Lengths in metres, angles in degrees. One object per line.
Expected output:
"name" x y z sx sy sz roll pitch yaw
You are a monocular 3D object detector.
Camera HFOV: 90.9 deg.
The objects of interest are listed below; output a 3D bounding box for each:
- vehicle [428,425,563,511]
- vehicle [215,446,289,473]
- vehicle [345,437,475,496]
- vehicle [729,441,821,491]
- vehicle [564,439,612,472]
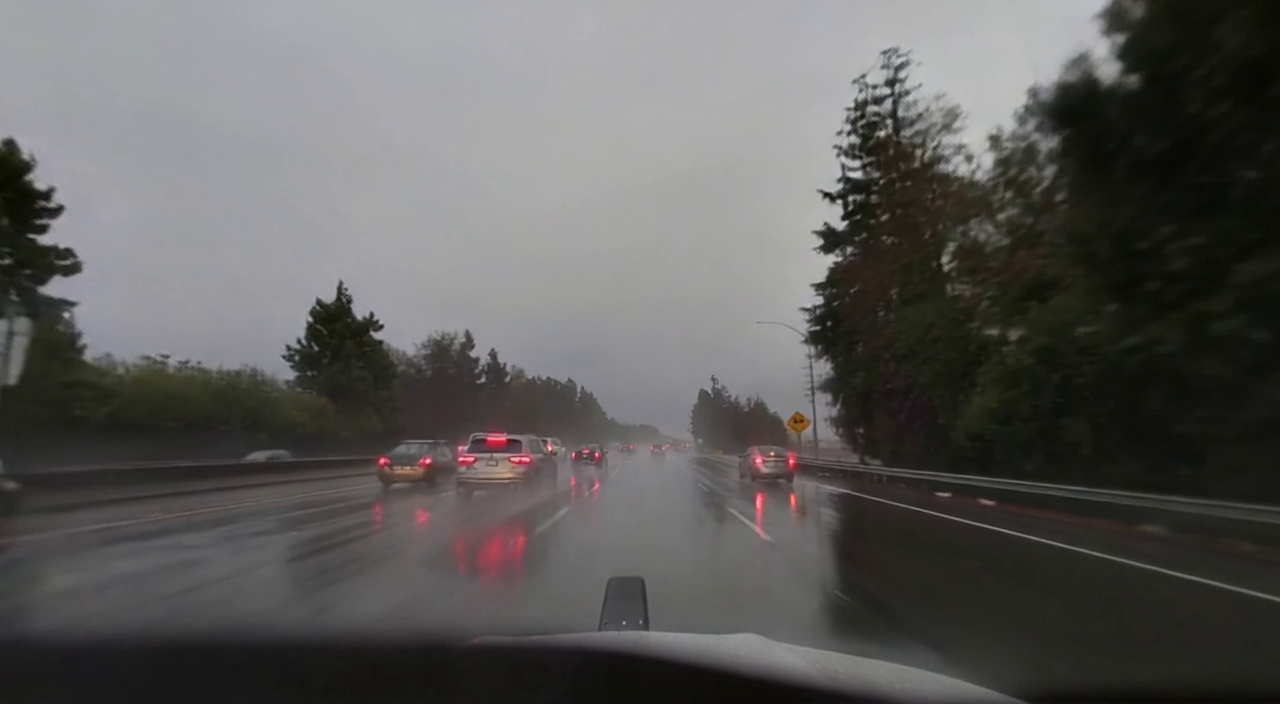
"vehicle" -3.267 2.739 15.372 2.133 1.775 4.530 0 -8 1
"vehicle" -24.007 6.648 39.203 1.989 1.525 3.942 0 -8 2
"vehicle" -6.681 3.374 19.043 2.049 1.544 4.866 0 -8 1
"vehicle" 4.325 3.732 21.081 2.022 1.472 4.678 0 -8 0
"vehicle" -2.761 5.671 34.686 2.133 1.668 4.505 0 -8 2
